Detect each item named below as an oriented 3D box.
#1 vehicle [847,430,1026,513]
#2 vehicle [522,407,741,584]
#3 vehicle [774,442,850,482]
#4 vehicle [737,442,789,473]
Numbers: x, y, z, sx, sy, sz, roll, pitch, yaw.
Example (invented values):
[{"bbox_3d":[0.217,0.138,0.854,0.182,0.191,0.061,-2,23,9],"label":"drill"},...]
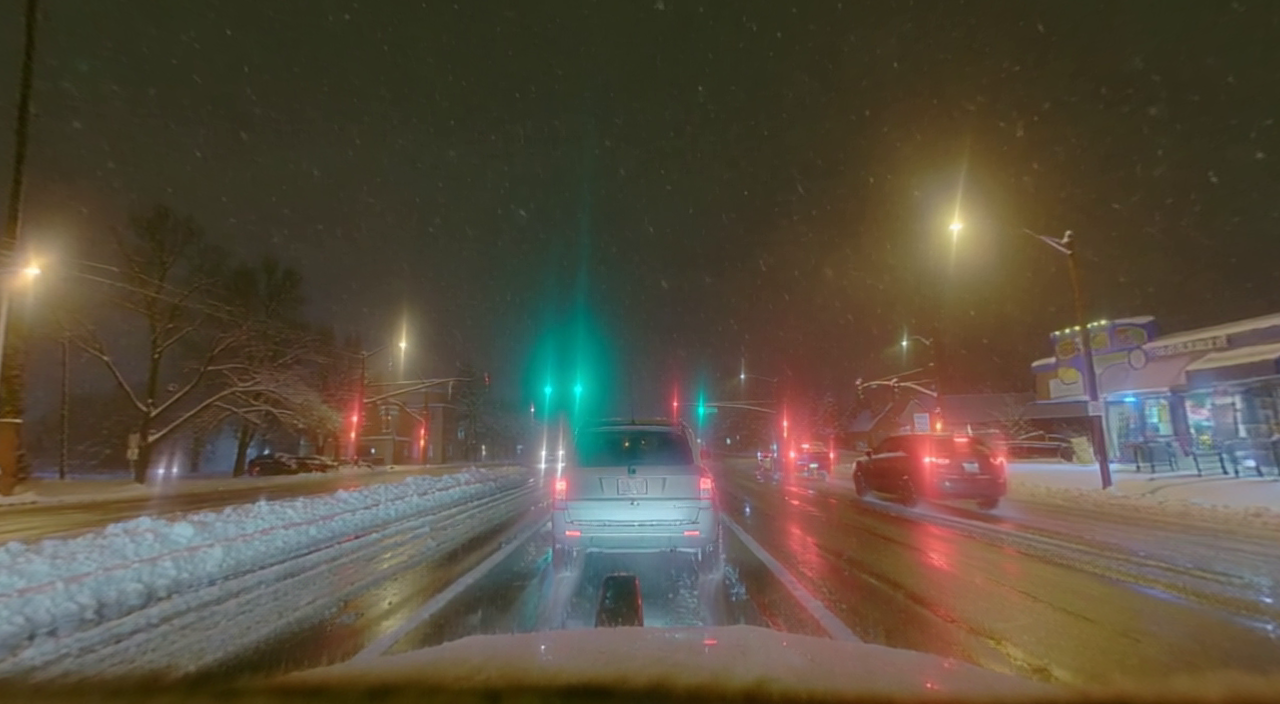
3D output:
[{"bbox_3d":[6.737,2.763,15.024,2.072,1.652,4.611,0,-8,1],"label":"vehicle"},{"bbox_3d":[-0.064,1.689,8.124,2.115,1.700,3.901,0,-8,1],"label":"vehicle"},{"bbox_3d":[6.837,4.406,25.460,1.833,1.452,4.237,0,-9,0],"label":"vehicle"},{"bbox_3d":[6.271,5.451,32.633,1.961,1.477,4.454,0,-8,2],"label":"vehicle"}]
